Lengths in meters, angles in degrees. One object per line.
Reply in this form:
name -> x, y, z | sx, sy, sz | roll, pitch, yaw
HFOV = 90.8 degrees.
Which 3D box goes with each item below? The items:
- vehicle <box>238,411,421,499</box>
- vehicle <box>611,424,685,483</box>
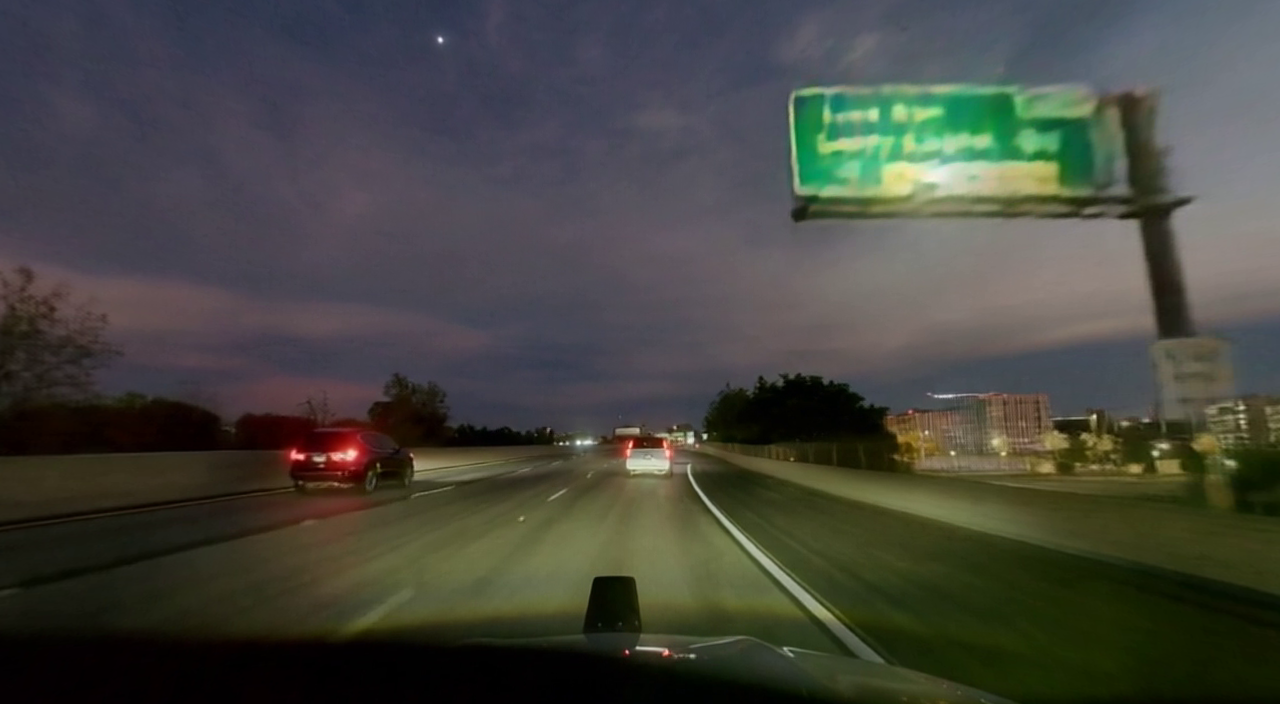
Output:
vehicle -> -7.877, 2.706, 16.805 | 2.289, 1.955, 5.147 | 0, -9, -1
vehicle -> 0.332, 3.846, 24.075 | 2.497, 1.957, 5.432 | 0, -9, 1
